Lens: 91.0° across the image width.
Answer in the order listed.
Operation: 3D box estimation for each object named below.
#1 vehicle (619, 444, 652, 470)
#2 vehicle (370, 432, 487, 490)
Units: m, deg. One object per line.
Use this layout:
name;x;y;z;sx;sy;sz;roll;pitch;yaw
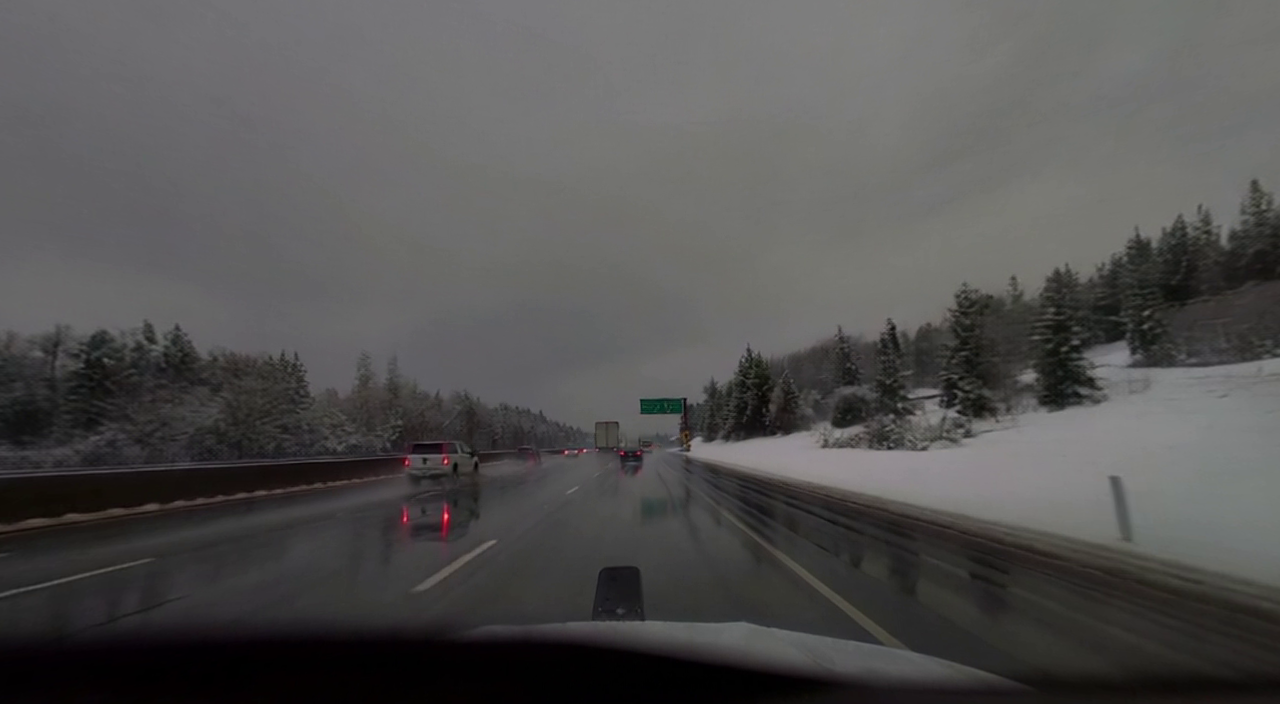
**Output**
vehicle;-0.247;6.647;40.000;1.931;1.528;4.126;0;-8;1
vehicle;-7.263;3.793;22.381;2.115;1.778;5.572;0;-8;1
